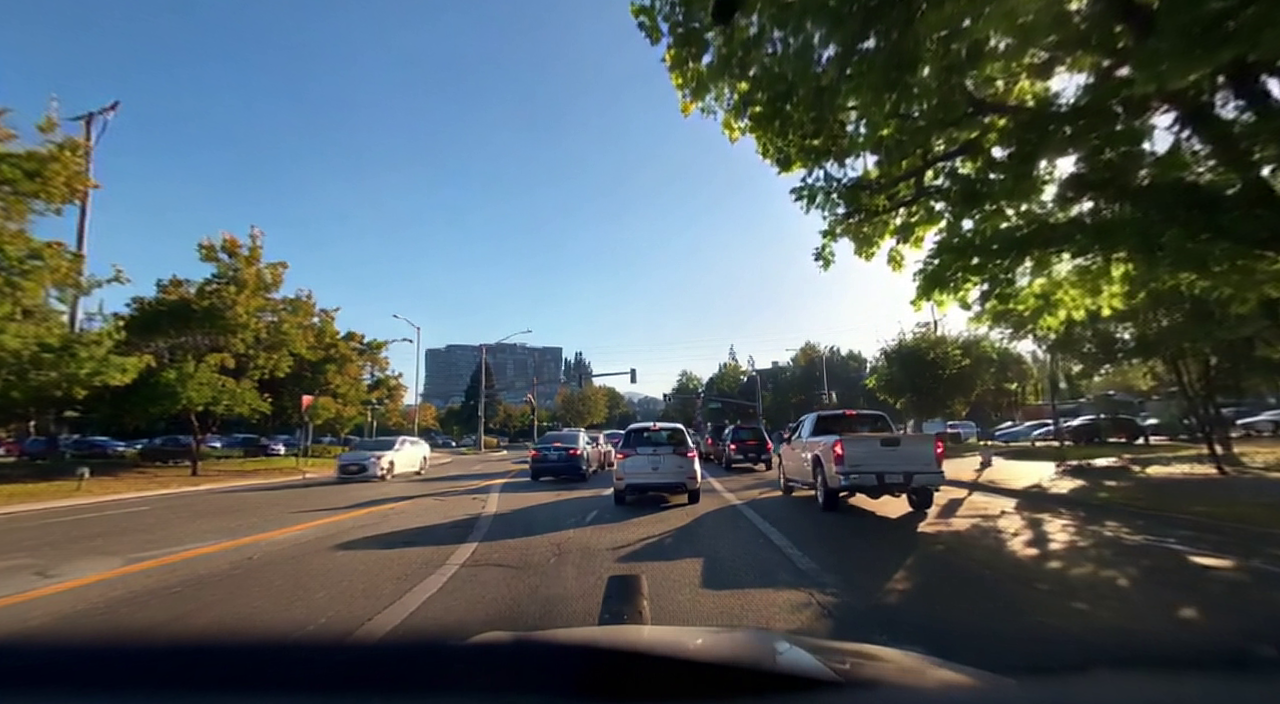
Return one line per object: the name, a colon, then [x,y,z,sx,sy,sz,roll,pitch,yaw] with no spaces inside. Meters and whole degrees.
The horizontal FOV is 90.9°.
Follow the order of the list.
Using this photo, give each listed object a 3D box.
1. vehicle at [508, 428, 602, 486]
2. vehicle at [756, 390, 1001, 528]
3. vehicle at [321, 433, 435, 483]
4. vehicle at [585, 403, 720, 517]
vehicle: [-2.335,3.023,18.475,2.023,1.494,4.259,-1,-8,2]
vehicle: [3.767,1.888,11.556,2.317,1.857,5.940,0,-9,2]
vehicle: [-8.805,3.593,21.618,1.868,1.496,4.219,0,-9,4]
vehicle: [0.285,1.991,11.944,2.113,1.768,3.901,0,-9,3]
